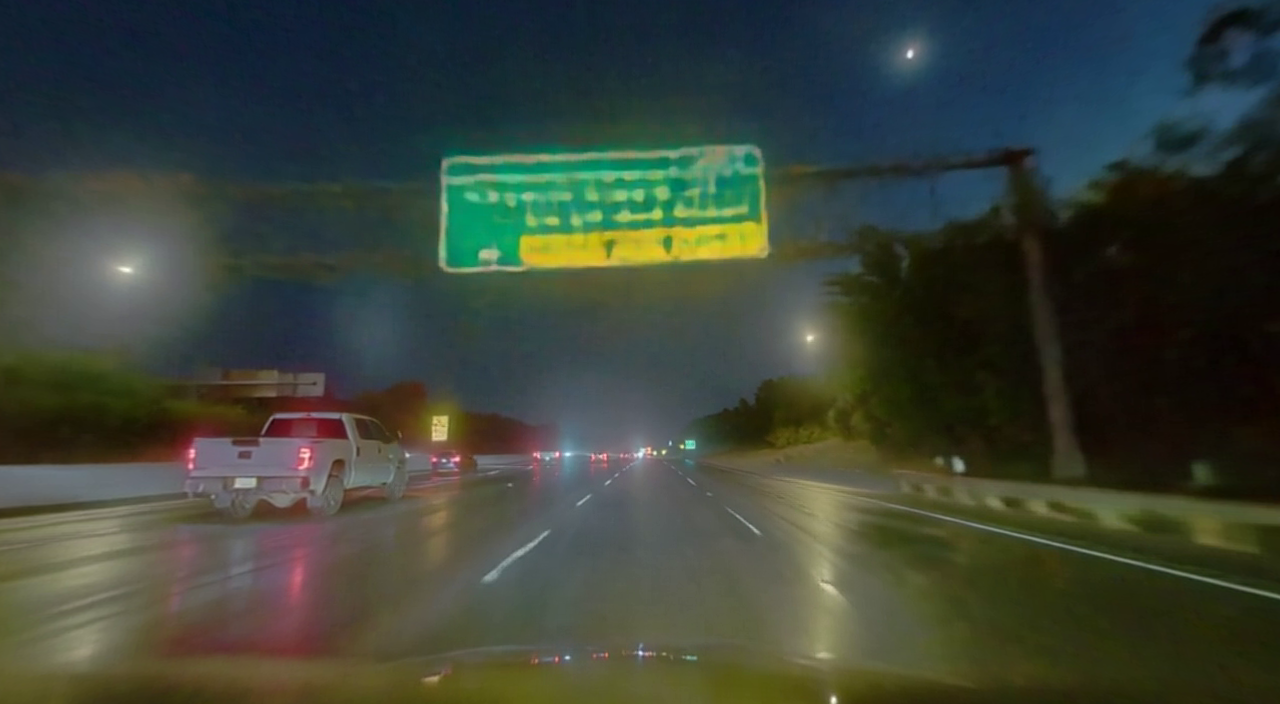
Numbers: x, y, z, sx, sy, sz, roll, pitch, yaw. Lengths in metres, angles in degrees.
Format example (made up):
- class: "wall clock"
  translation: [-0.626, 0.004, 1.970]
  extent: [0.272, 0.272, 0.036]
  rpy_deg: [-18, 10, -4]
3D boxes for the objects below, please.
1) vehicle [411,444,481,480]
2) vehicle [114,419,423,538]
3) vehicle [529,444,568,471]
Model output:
- class: "vehicle"
  translation: [-9.816, 5.558, 32.256]
  extent: [2.060, 1.662, 4.469]
  rpy_deg: [0, -8, 1]
- class: "vehicle"
  translation: [-6.686, 2.368, 12.695]
  extent: [2.403, 1.773, 6.276]
  rpy_deg: [0, -8, 0]
- class: "vehicle"
  translation: [-6.222, 7.215, 43.323]
  extent: [2.009, 1.735, 4.358]
  rpy_deg: [0, -8, 0]
